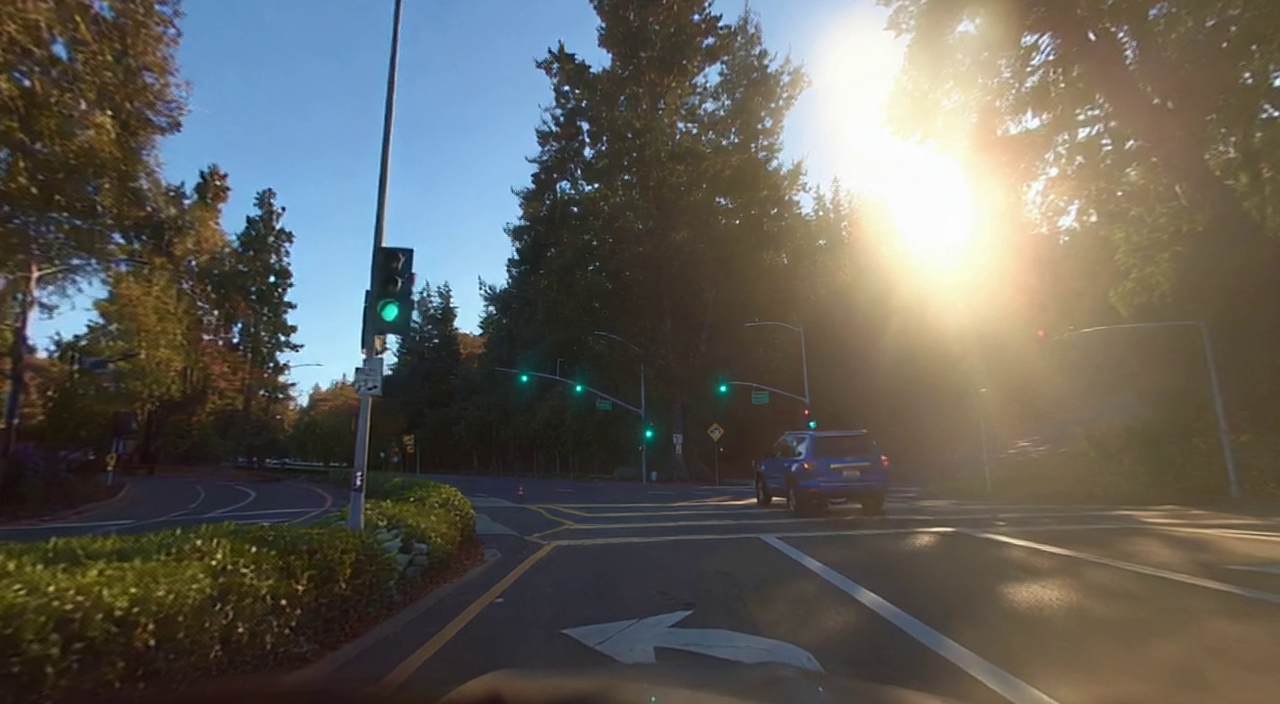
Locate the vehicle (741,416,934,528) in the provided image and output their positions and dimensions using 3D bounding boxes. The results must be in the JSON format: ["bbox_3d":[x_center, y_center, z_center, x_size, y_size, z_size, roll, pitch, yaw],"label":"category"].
[{"bbox_3d":[3.614,2.323,12.772,2.284,1.788,4.871,0,-9,-1],"label":"vehicle"}]
